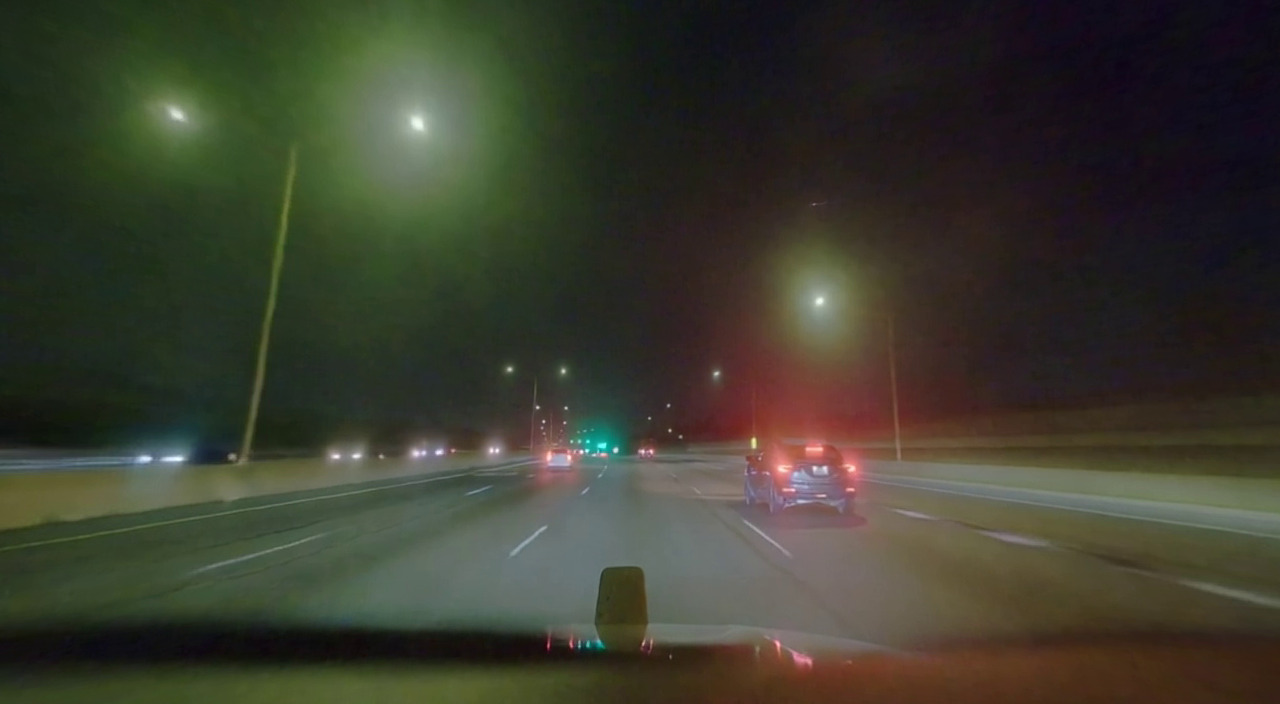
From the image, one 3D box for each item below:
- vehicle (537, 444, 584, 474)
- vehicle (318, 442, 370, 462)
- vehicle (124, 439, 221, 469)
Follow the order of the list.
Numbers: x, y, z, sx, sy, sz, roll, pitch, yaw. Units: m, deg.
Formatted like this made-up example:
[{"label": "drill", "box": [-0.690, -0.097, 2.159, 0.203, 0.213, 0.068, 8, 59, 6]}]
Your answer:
[{"label": "vehicle", "box": [-4.200, 5.717, 33.919, 2.014, 1.481, 4.156, 0, -8, -1]}, {"label": "vehicle", "box": [-22.331, 7.546, 47.754, 1.871, 1.486, 4.570, 0, -8, -2]}, {"label": "vehicle", "box": [-25.478, 5.583, 34.598, 1.940, 1.527, 4.459, 0, -8, -2]}]
